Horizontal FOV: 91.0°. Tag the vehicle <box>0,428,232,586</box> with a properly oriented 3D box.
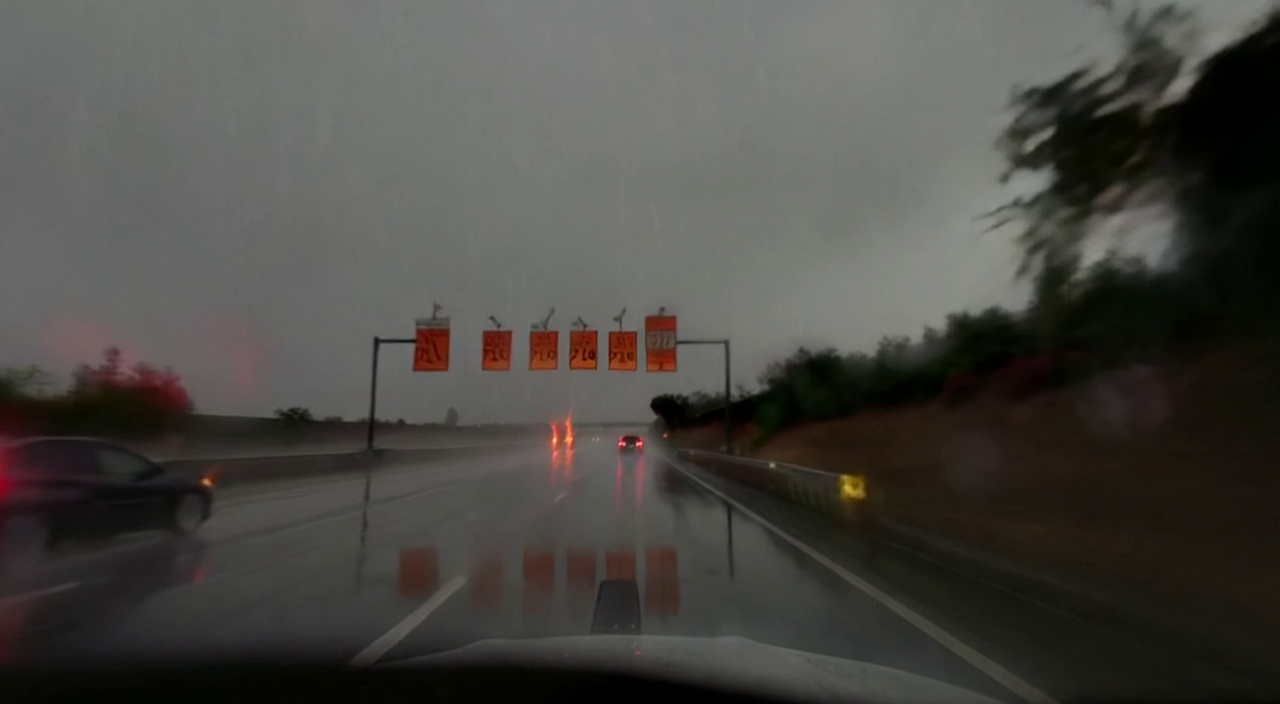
[{"bbox_3d":[-7.138,1.646,7.112,1.939,1.504,4.727,-1,-8,-1],"label":"vehicle"}]

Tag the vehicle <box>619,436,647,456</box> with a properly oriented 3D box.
[{"bbox_3d":[-0.571,7.195,48.088,2.072,1.440,3.690,0,-8,-1],"label":"vehicle"}]
